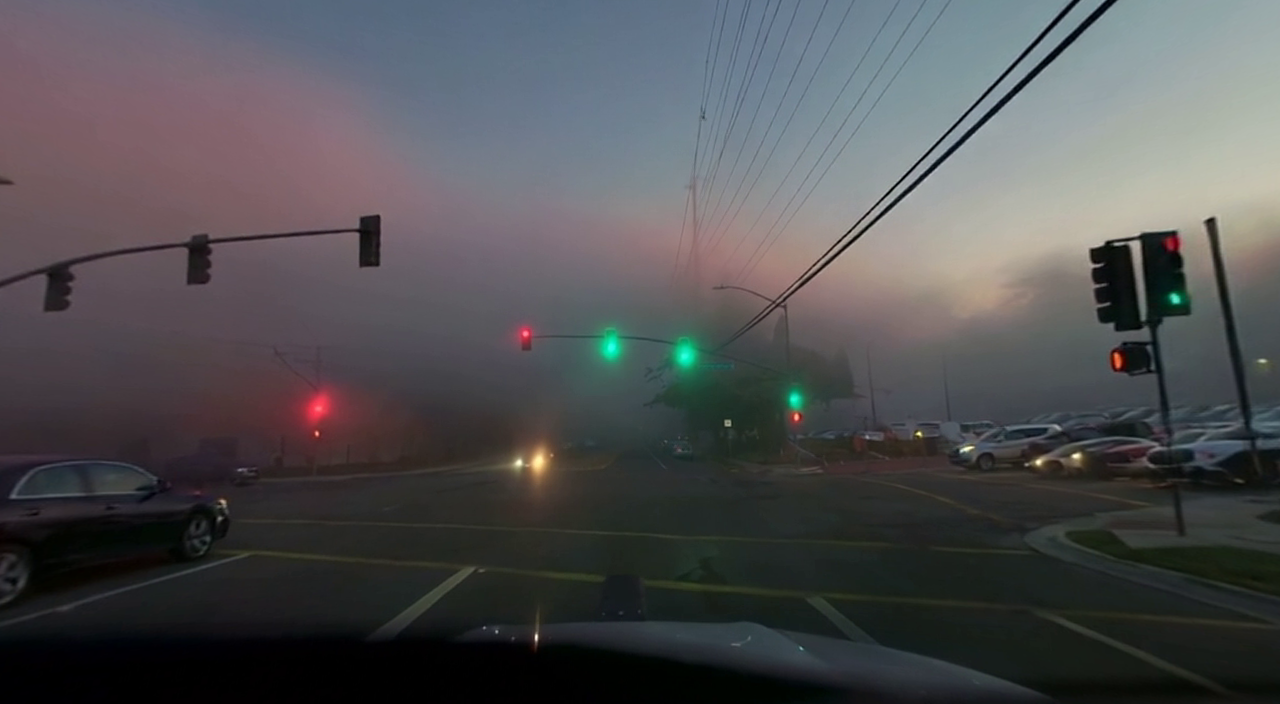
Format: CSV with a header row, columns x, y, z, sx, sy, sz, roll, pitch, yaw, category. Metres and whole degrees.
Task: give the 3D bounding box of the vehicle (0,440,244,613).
x,y,z,sx,sy,sz,roll,pitch,yaw,category
-6.448,1.697,6.680,1.928,1.451,4.219,0,-9,-3,vehicle
